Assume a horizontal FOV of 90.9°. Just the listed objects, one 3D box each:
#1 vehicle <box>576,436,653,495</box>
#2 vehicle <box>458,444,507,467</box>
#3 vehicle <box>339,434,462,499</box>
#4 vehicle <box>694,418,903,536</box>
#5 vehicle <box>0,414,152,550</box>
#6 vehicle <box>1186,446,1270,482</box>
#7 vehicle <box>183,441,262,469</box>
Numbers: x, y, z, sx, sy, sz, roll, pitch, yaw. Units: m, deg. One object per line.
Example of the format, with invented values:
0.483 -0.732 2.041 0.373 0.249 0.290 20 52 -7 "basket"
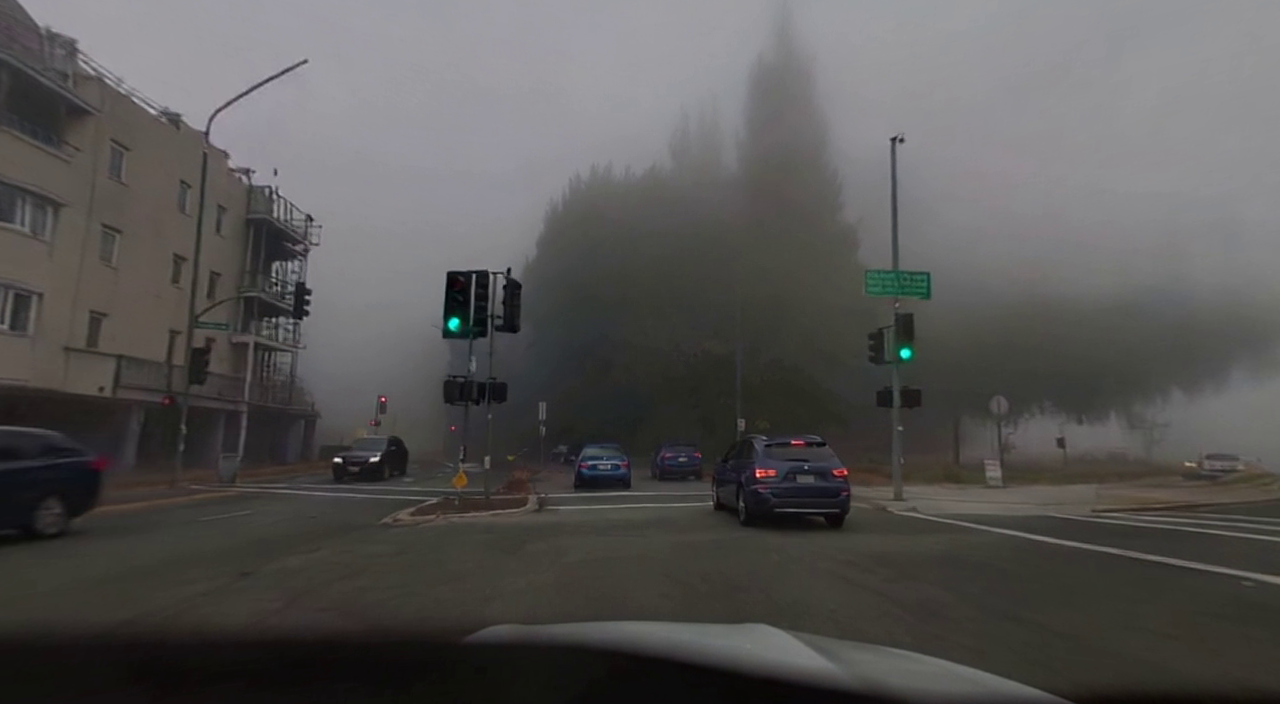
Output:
-0.916 3.507 19.831 2.132 1.632 3.889 1 -9 -6 "vehicle"
-11.032 7.268 44.473 2.121 1.513 4.827 0 -9 1 "vehicle"
-6.680 3.223 18.167 2.092 1.629 4.133 0 -9 -3 "vehicle"
2.656 2.273 12.150 2.320 1.772 4.872 1 -9 -6 "vehicle"
-9.193 1.662 8.081 2.303 1.692 4.571 0 -9 -2 "vehicle"
31.291 5.911 33.722 2.094 1.750 5.139 -5 -10 30 "vehicle"
-24.385 5.970 36.759 4.653 1.459 2.228 -5 -10 36 "vehicle"
